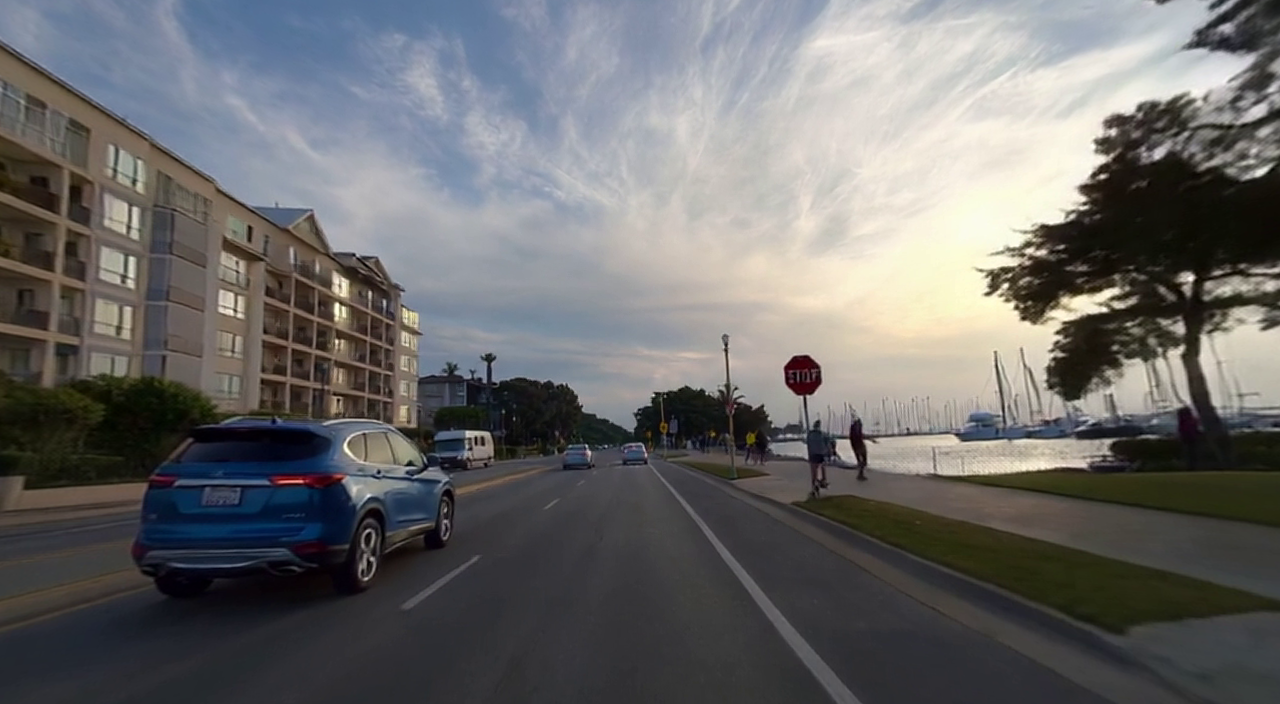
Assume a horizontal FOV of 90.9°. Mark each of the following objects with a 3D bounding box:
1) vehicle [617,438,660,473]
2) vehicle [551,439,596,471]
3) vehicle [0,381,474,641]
[{"bbox_3d":[-0.069,5.263,32.055,2.057,1.624,3.726,0,-9,0],"label":"vehicle"},{"bbox_3d":[-3.714,5.834,35.767,2.056,1.680,4.205,0,-9,1],"label":"vehicle"},{"bbox_3d":[-3.494,1.481,6.863,2.082,1.817,4.724,0,-9,0],"label":"vehicle"}]
